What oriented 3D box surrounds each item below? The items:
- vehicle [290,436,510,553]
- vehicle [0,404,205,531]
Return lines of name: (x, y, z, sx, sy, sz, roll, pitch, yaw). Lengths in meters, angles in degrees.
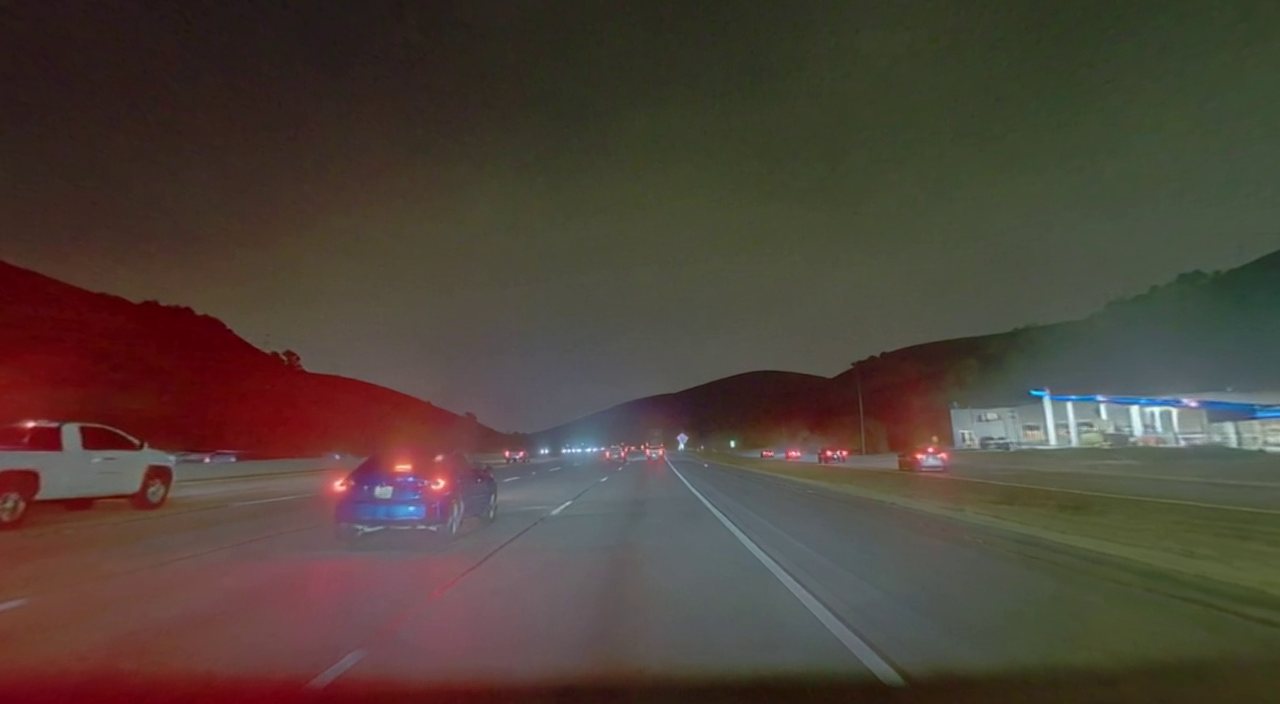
vehicle: (-3.540, 2.140, 10.270, 1.896, 1.491, 4.146, 0, -8, 1)
vehicle: (-11.085, 2.042, 11.522, 2.284, 1.966, 5.406, 0, -8, 2)
